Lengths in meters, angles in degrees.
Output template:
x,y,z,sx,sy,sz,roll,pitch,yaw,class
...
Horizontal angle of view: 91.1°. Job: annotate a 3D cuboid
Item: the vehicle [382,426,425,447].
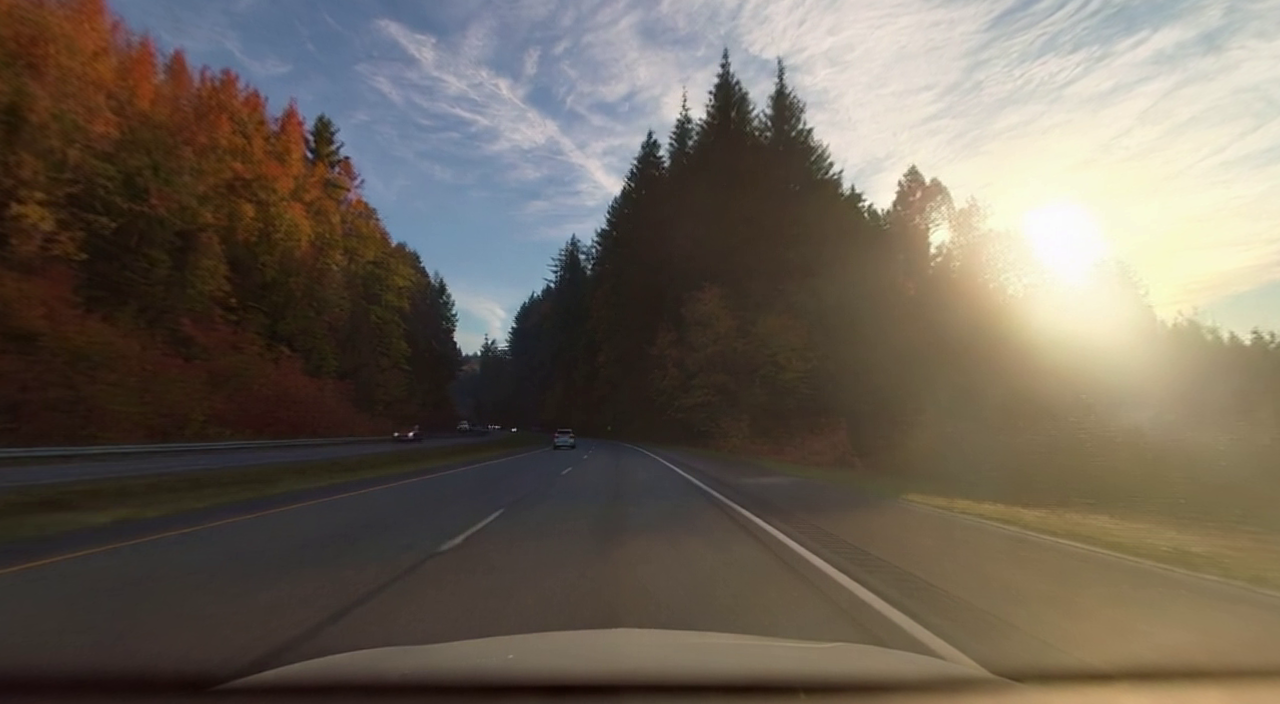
x,y,z,sx,sy,sz,roll,pitch,yaw,class
-18.624,6.680,49.674,1.890,1.570,4.318,0,-8,-2,vehicle
